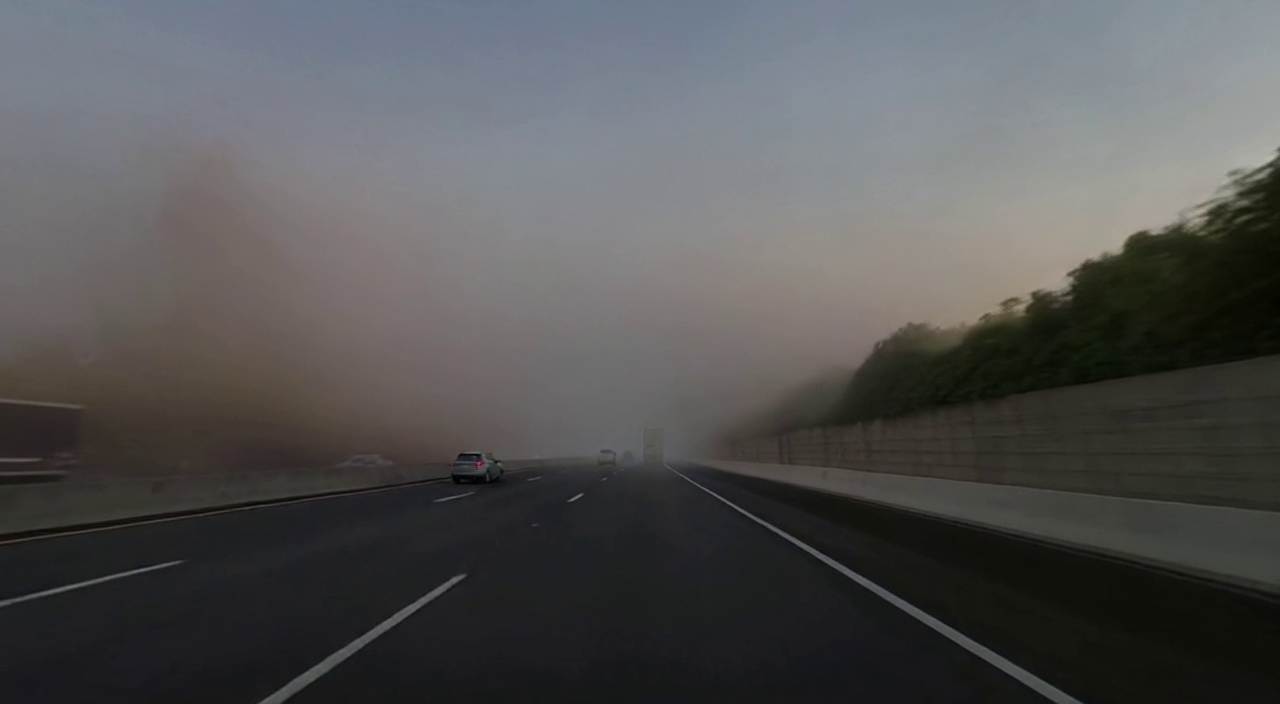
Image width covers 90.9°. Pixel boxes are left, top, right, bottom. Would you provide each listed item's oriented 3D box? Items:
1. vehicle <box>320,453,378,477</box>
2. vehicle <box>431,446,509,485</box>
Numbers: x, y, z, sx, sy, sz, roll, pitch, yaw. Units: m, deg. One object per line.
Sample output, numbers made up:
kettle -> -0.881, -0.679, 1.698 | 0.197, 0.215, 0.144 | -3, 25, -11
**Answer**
vehicle -> -19.173, 7.461, 41.675 | 1.842, 1.464, 3.956 | 0, -9, 1
vehicle -> -7.219, 4.865, 27.244 | 2.031, 1.521, 4.503 | 0, -9, 1
